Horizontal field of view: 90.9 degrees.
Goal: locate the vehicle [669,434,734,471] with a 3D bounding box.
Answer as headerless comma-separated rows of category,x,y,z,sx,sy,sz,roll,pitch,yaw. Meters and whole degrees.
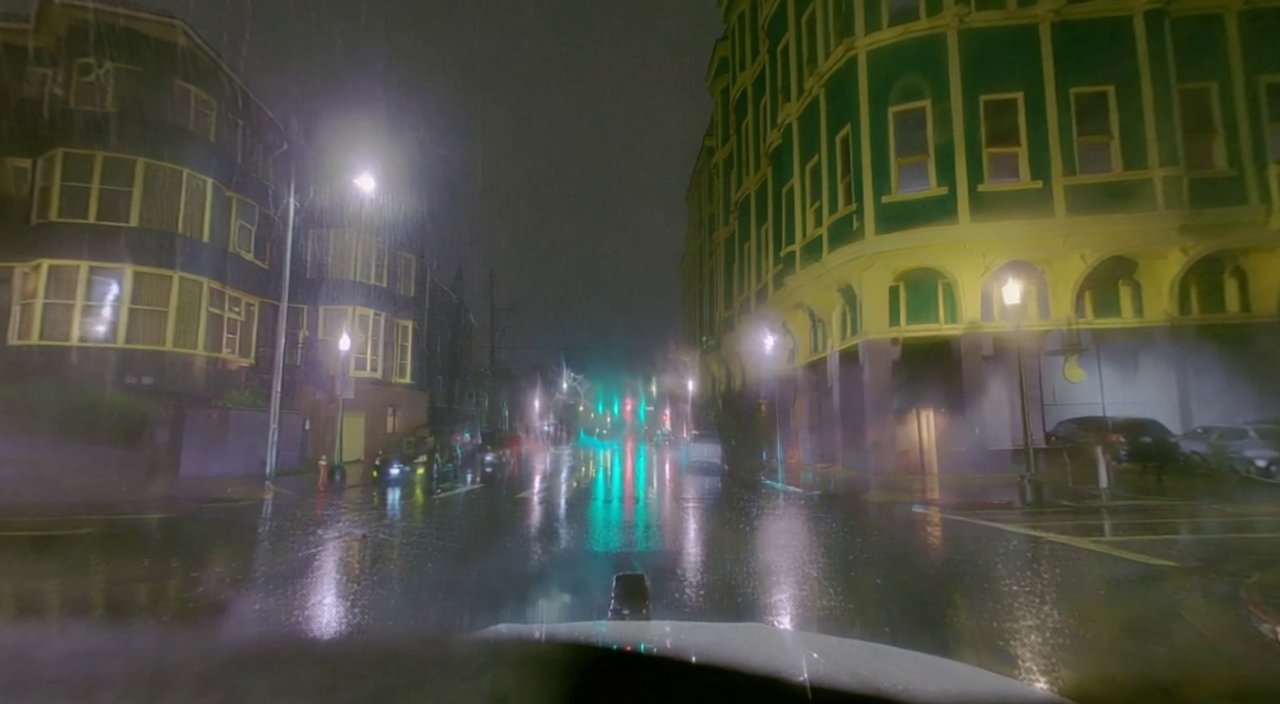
vehicle,2.516,4.298,27.095,2.290,1.456,4.503,0,-8,-1

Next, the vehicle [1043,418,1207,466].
vehicle,15.370,2.892,20.139,3.752,1.453,1.709,0,-9,2

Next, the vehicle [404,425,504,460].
vehicle,-11.424,5.586,38.880,5.540,1.950,2.113,4,-12,-28

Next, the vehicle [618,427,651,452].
vehicle,-0.434,6.691,48.033,2.412,1.834,4.636,0,-8,-1
